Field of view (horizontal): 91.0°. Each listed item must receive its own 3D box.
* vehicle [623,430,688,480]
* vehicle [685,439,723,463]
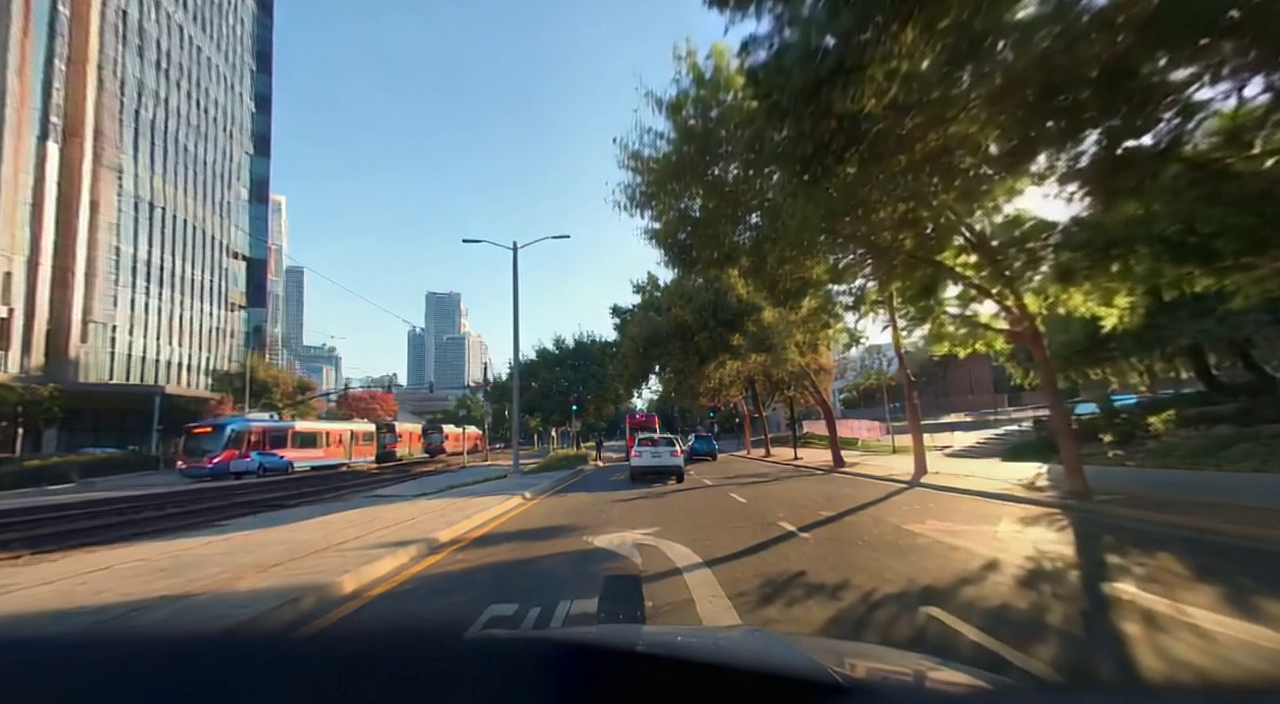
[{"bbox_3d":[0.499,3.823,23.453,2.190,1.684,4.084,0,-9,0],"label":"vehicle"},{"bbox_3d":[4.051,6.358,40.471,1.916,1.466,4.529,0,-9,-1],"label":"vehicle"}]
